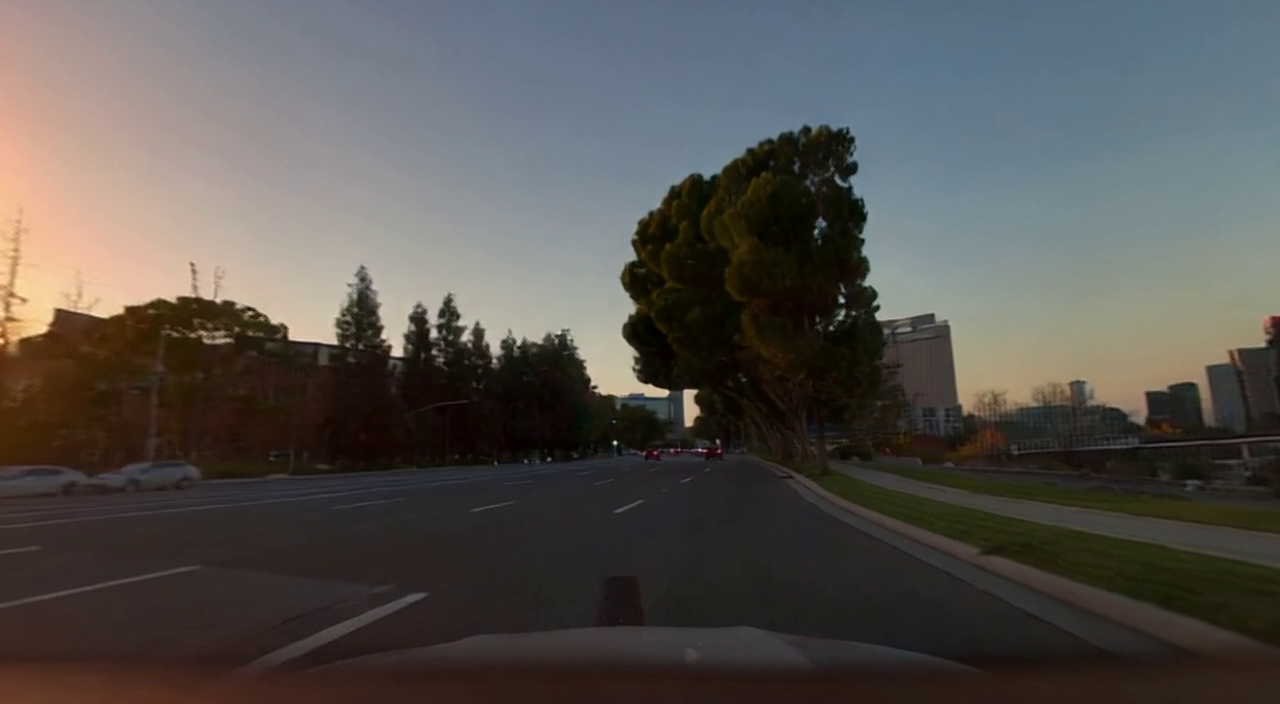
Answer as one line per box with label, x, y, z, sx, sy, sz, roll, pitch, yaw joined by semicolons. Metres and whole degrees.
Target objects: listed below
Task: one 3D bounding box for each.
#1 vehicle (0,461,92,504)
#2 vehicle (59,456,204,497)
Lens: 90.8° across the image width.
vehicle;-25.552;5.311;25.866;1.867;1.540;4.423;-2;-8;9
vehicle;-21.832;5.342;27.425;1.872;1.493;4.724;-2;-8;10
